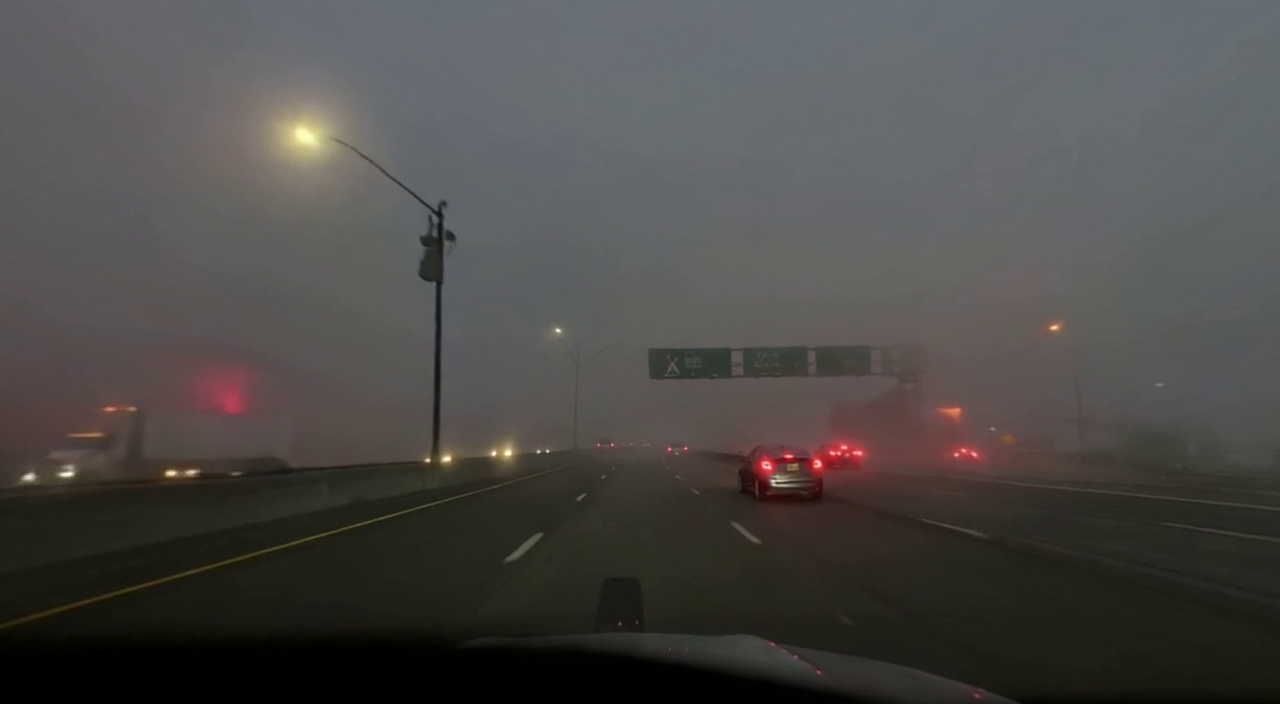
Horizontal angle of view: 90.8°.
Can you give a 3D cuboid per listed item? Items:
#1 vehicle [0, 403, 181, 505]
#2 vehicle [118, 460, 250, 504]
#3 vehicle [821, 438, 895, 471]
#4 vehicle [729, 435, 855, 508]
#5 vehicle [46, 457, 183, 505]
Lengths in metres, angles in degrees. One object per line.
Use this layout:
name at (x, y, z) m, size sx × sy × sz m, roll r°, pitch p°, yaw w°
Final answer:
vehicle at (-25.642, 4.607, 28.896) m, size 3.040 × 3.957 × 8.113 m, roll 0°, pitch -8°, yaw 0°
vehicle at (-17.770, 5.050, 24.926) m, size 1.856 × 1.479 × 4.463 m, roll 0°, pitch -8°, yaw 0°
vehicle at (10.650, 5.039, 31.196) m, size 2.019 × 1.529 × 4.385 m, roll 0°, pitch -8°, yaw -1°
vehicle at (3.492, 2.812, 15.340) m, size 1.961 × 1.504 × 4.094 m, roll 0°, pitch -8°, yaw -1°
vehicle at (-21.657, 5.288, 26.303) m, size 1.954 × 1.694 × 4.325 m, roll 0°, pitch -8°, yaw 0°
